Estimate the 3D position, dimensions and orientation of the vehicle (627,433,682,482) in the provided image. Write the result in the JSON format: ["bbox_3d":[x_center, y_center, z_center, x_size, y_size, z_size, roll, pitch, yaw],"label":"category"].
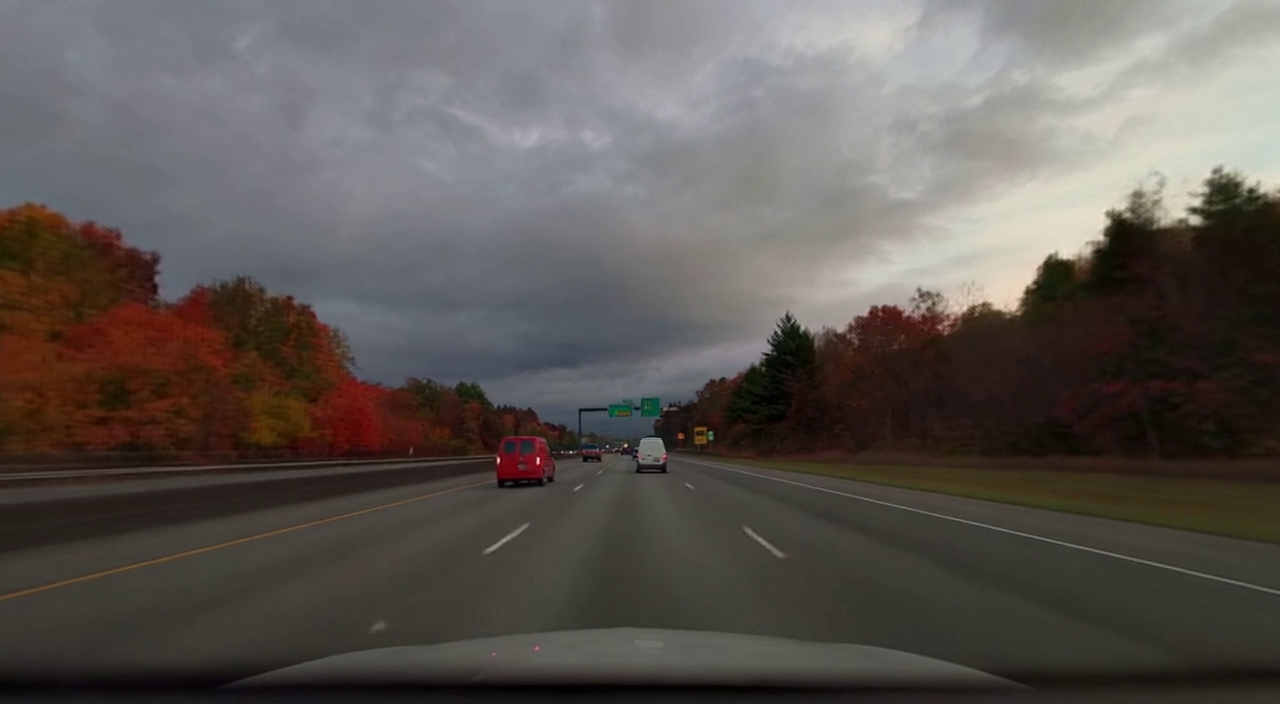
[{"bbox_3d":[0.534,4.614,27.589,2.179,1.930,4.538,0,-9,-2],"label":"vehicle"}]

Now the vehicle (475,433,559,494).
[{"bbox_3d":[-3.952,3.671,20.889,2.021,1.790,3.907,0,-9,0],"label":"vehicle"}]
